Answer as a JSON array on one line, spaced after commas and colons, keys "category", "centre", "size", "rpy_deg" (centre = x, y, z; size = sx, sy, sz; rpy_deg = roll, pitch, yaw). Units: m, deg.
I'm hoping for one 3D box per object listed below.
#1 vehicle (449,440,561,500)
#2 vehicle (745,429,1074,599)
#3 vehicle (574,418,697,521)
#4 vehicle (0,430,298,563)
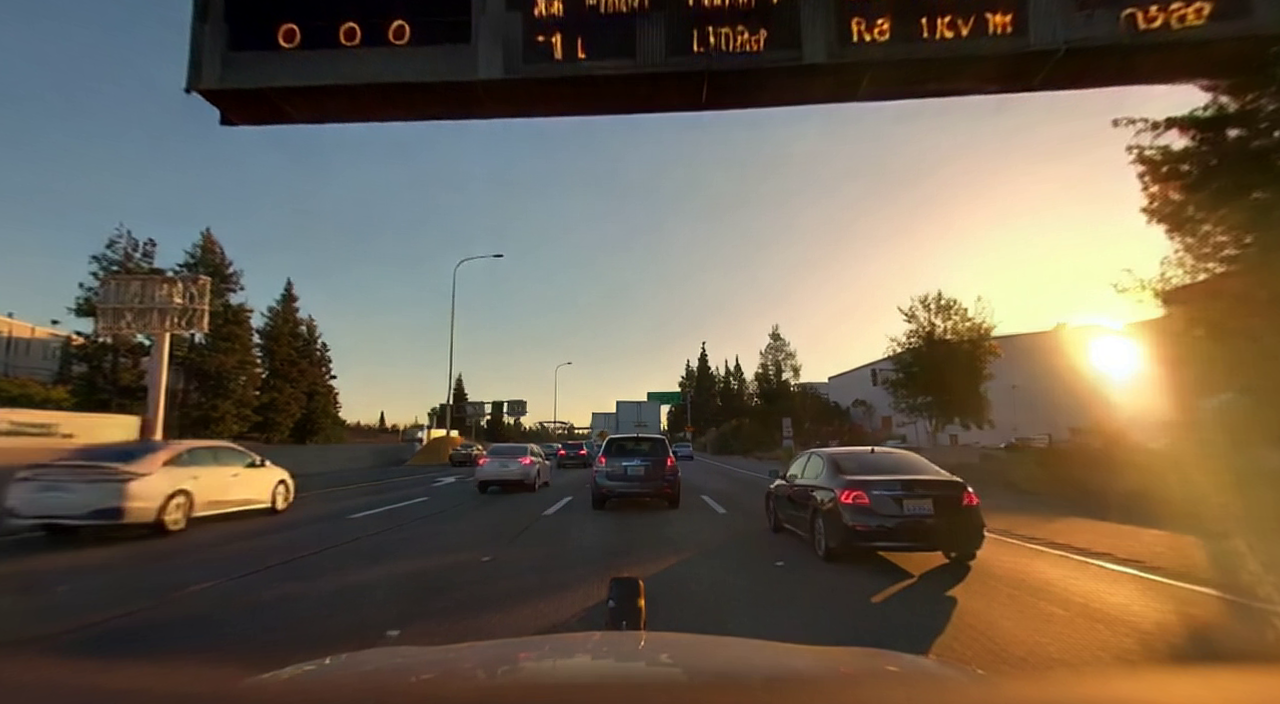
[{"category": "vehicle", "centre": [-3.613, 3.256, 17.870], "size": [2.132, 1.464, 4.481], "rpy_deg": [0, -9, 1]}, {"category": "vehicle", "centre": [2.755, 1.765, 7.850], "size": [2.018, 1.470, 4.491], "rpy_deg": [0, -9, -1]}, {"category": "vehicle", "centre": [-0.084, 2.361, 13.106], "size": [2.152, 1.779, 3.924], "rpy_deg": [0, -9, 0]}, {"category": "vehicle", "centre": [-7.414, 1.978, 9.454], "size": [1.933, 1.476, 4.652], "rpy_deg": [0, -9, 1]}]
